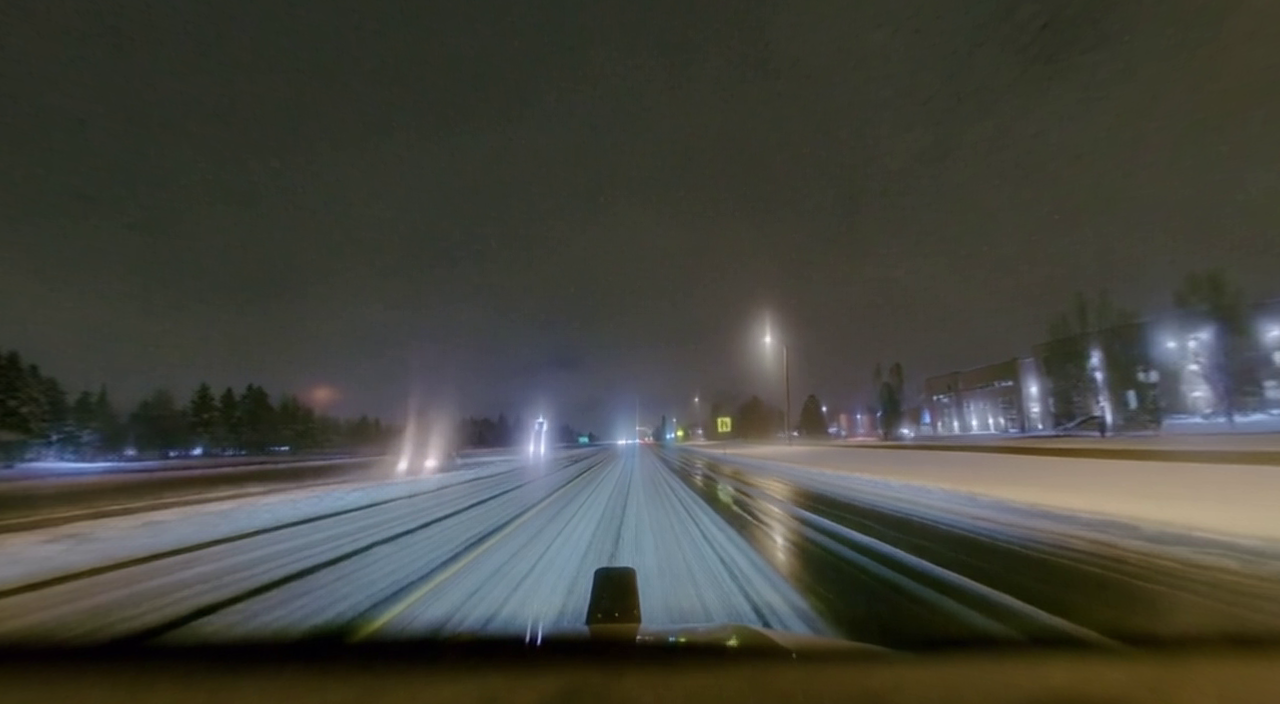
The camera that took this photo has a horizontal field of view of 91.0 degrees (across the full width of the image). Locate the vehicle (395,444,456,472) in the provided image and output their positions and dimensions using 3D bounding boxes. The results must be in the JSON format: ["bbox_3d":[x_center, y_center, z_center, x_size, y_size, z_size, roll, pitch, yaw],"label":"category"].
[{"bbox_3d":[-12.441,6.141,36.850,1.902,1.469,4.645,-1,-8,1],"label":"vehicle"}]
